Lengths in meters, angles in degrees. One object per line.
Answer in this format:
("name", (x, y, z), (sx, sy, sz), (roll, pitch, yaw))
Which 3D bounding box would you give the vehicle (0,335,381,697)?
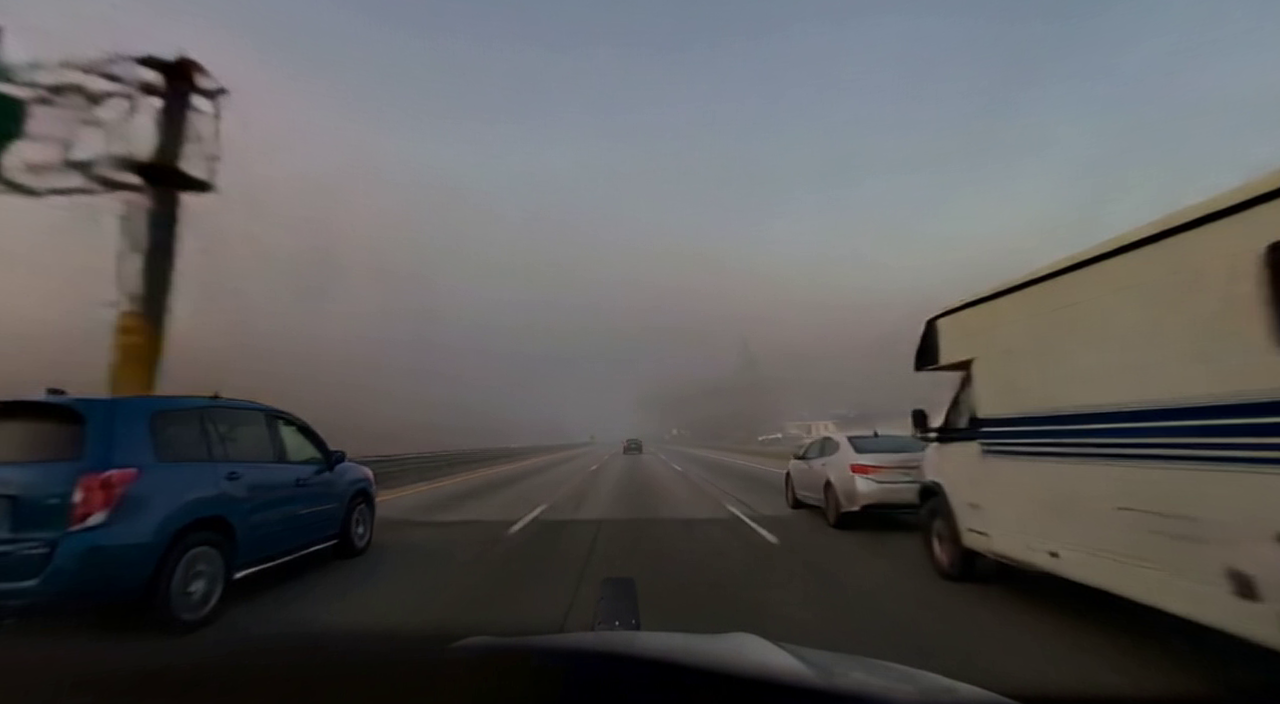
("vehicle", (-4.113, 1.074, 5.229), (2.061, 1.732, 4.457), (0, -8, -1))

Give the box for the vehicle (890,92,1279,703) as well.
("vehicle", (3.851, 0.401, 3.332), (2.590, 2.680, 5.445), (0, -8, -2))
